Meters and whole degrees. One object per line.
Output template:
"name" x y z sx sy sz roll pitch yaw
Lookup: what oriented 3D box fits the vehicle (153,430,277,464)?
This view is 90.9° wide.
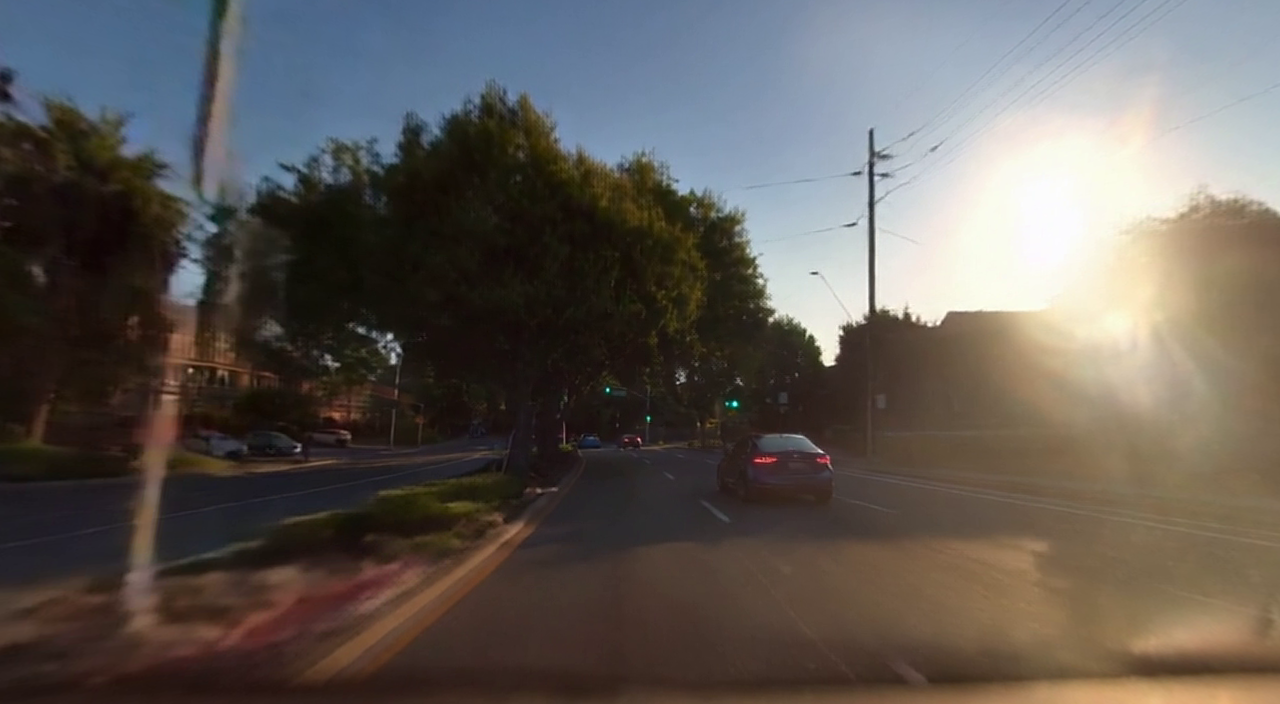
"vehicle" -21.474 4.824 32.053 4.717 1.615 2.014 2 -9 -11

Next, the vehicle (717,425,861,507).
"vehicle" 2.971 2.380 13.549 1.960 1.479 4.086 0 -8 -2
